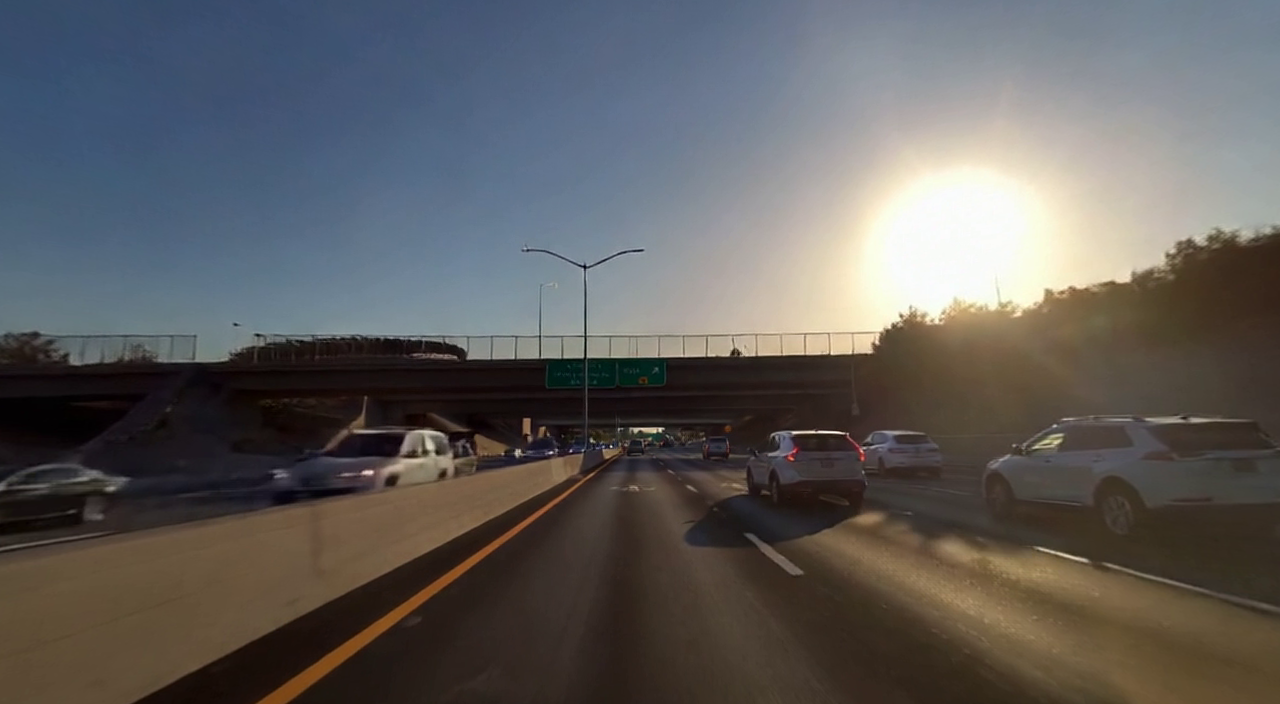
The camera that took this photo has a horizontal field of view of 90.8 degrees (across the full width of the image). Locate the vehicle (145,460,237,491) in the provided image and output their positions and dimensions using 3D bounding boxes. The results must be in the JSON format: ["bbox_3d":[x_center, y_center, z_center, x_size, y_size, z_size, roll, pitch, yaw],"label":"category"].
[{"bbox_3d":[-26.049,7.167,36.881,1.994,1.554,4.595,0,-9,-1],"label":"vehicle"}]

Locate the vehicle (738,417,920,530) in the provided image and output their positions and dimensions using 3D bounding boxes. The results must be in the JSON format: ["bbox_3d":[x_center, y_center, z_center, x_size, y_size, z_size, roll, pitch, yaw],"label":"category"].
[{"bbox_3d":[3.238,2.187,11.895,2.059,1.711,4.302,0,-9,0],"label":"vehicle"}]

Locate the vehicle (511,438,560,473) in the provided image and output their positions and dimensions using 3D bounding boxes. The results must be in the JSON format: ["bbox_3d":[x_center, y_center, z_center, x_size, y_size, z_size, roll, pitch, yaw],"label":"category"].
[{"bbox_3d":[-5.855,5.839,35.895,2.048,1.838,4.587,0,-9,-1],"label":"vehicle"}]

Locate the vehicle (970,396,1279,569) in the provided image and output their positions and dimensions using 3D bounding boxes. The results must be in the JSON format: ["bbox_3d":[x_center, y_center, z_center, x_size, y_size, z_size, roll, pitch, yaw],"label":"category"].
[{"bbox_3d":[7.187,1.731,9.160,2.040,1.801,4.959,0,-9,-1],"label":"vehicle"}]

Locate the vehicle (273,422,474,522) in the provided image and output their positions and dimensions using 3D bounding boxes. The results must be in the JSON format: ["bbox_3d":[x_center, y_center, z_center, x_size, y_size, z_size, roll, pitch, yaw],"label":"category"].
[{"bbox_3d":[-5.900,2.738,15.036,2.405,1.932,5.424,0,-9,0],"label":"vehicle"}]
